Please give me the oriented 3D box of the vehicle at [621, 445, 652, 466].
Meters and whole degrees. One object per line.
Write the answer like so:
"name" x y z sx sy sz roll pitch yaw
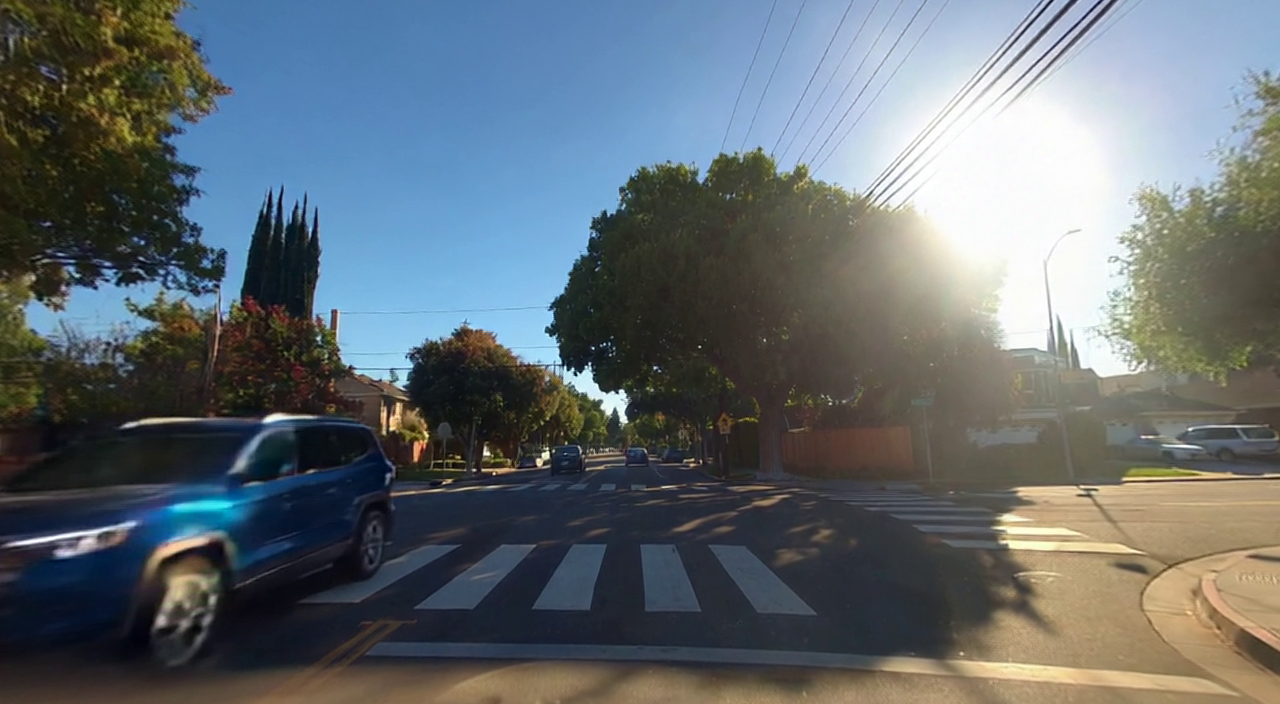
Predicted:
"vehicle" -0.292 7.668 46.912 2.209 1.501 4.208 0 -9 -1

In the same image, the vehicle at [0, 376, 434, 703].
"vehicle" -3.763 1.349 5.752 2.330 1.768 4.553 0 -9 -2

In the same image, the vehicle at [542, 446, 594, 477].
"vehicle" -3.594 5.516 32.182 2.102 1.463 4.024 0 -9 1

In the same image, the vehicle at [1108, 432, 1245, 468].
"vehicle" 23.427 4.307 27.880 1.841 1.448 4.688 0 -9 -1
